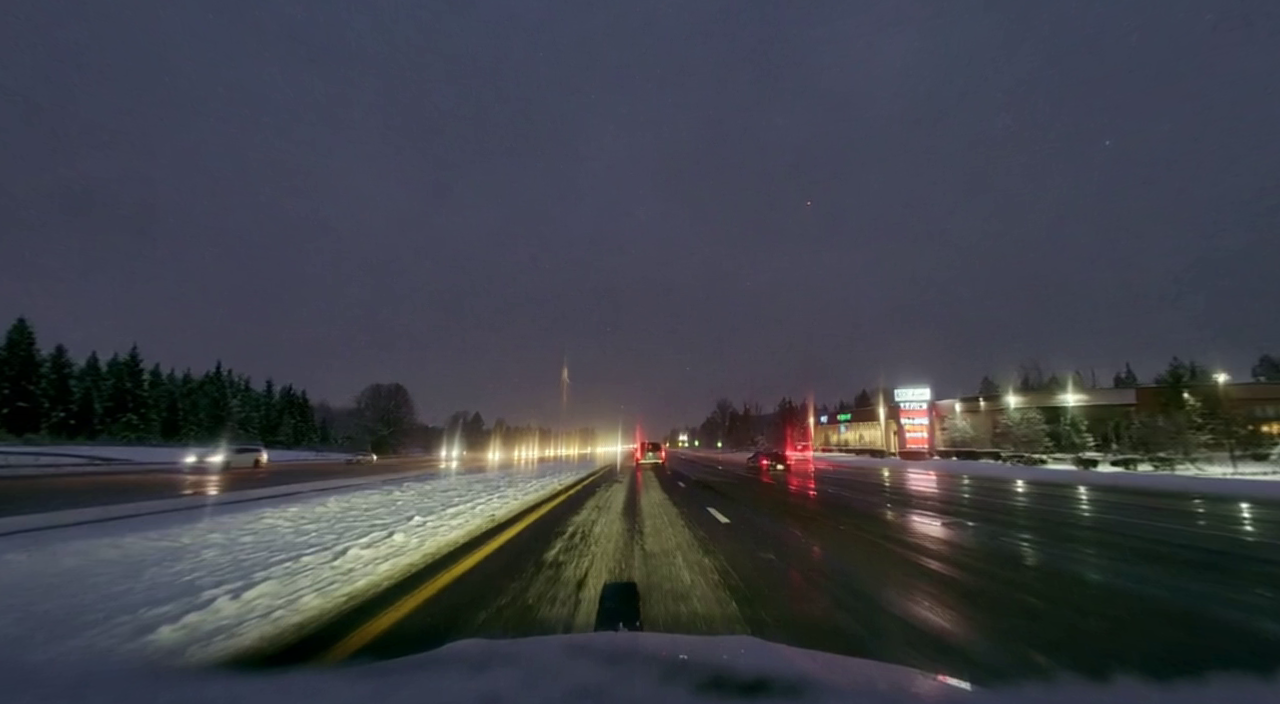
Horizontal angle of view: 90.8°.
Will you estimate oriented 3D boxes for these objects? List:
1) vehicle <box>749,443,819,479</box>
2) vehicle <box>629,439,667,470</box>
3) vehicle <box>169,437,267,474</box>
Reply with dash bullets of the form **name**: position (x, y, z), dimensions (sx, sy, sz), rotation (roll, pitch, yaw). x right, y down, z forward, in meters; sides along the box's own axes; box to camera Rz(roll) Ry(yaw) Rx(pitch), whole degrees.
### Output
- **vehicle**: position (6.361, 4.847, 28.427), dimensions (1.976, 1.477, 4.448), rotation (0, -9, -2)
- **vehicle**: position (0.441, 6.376, 39.438), dimensions (2.154, 1.786, 5.045), rotation (0, -9, -2)
- **vehicle**: position (-25.188, 6.200, 38.057), dimensions (2.244, 1.998, 5.376), rotation (0, -9, -1)
